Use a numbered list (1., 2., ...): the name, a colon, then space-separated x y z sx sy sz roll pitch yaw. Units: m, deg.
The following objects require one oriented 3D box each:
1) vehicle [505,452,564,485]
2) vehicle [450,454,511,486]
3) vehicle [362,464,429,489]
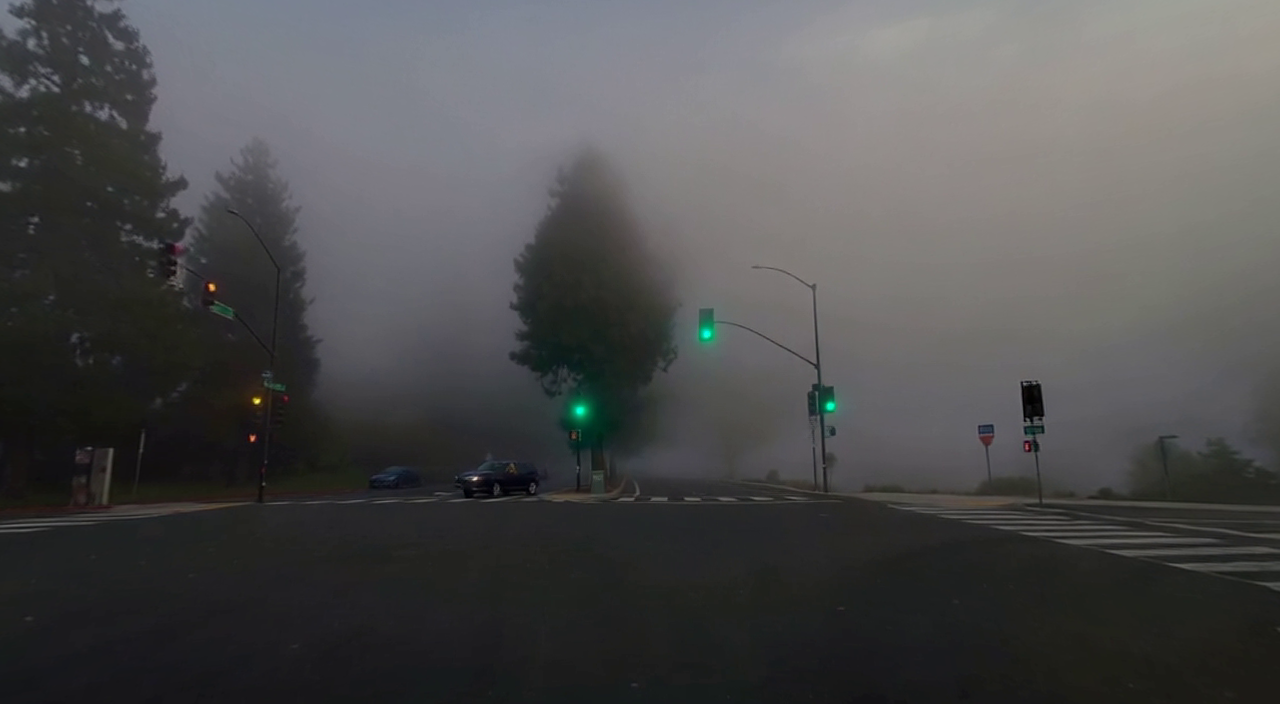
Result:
1. vehicle: -5.247 5.872 32.104 2.107 1.456 4.728 0 -8 1
2. vehicle: -8.034 5.978 32.095 1.960 1.433 4.213 0 -8 1
3. vehicle: -17.230 8.796 44.652 2.029 1.500 4.491 -3 -9 18
